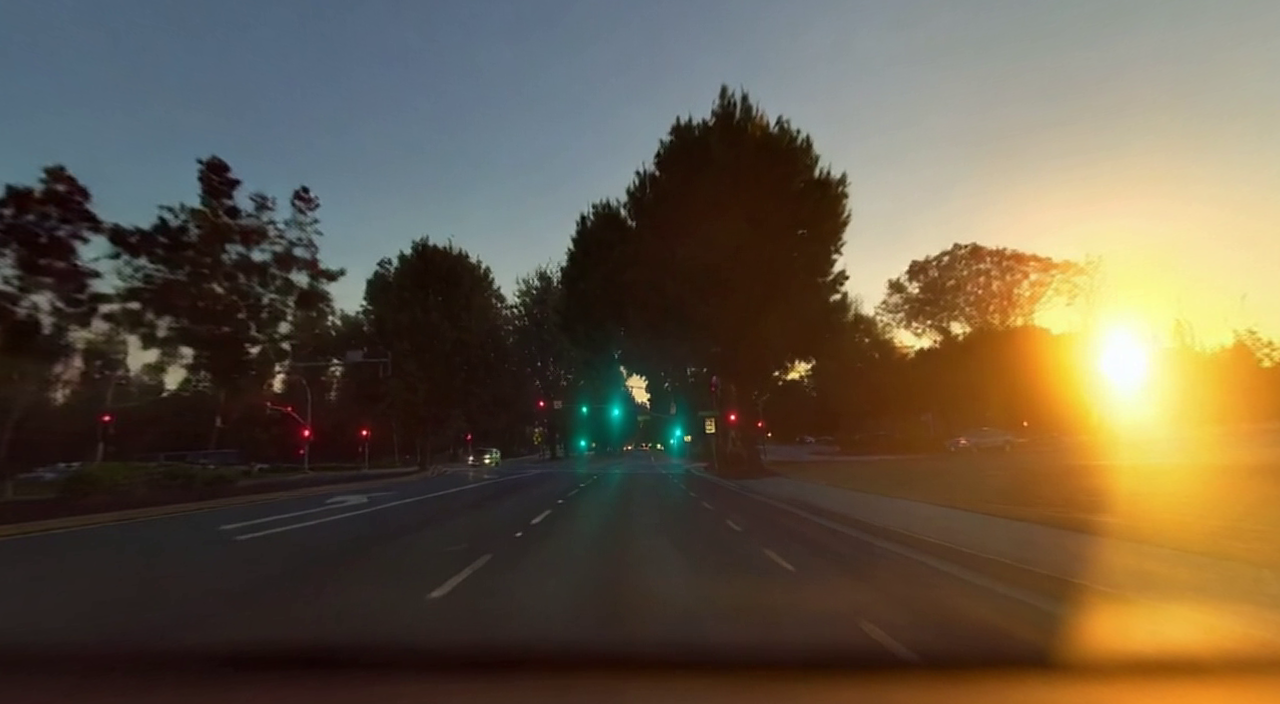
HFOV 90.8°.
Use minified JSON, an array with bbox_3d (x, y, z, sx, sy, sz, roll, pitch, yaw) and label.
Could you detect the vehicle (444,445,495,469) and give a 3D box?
[{"bbox_3d":[-13.313,8.128,49.194,2.024,1.733,4.262,8,-12,-41],"label":"vehicle"}]
